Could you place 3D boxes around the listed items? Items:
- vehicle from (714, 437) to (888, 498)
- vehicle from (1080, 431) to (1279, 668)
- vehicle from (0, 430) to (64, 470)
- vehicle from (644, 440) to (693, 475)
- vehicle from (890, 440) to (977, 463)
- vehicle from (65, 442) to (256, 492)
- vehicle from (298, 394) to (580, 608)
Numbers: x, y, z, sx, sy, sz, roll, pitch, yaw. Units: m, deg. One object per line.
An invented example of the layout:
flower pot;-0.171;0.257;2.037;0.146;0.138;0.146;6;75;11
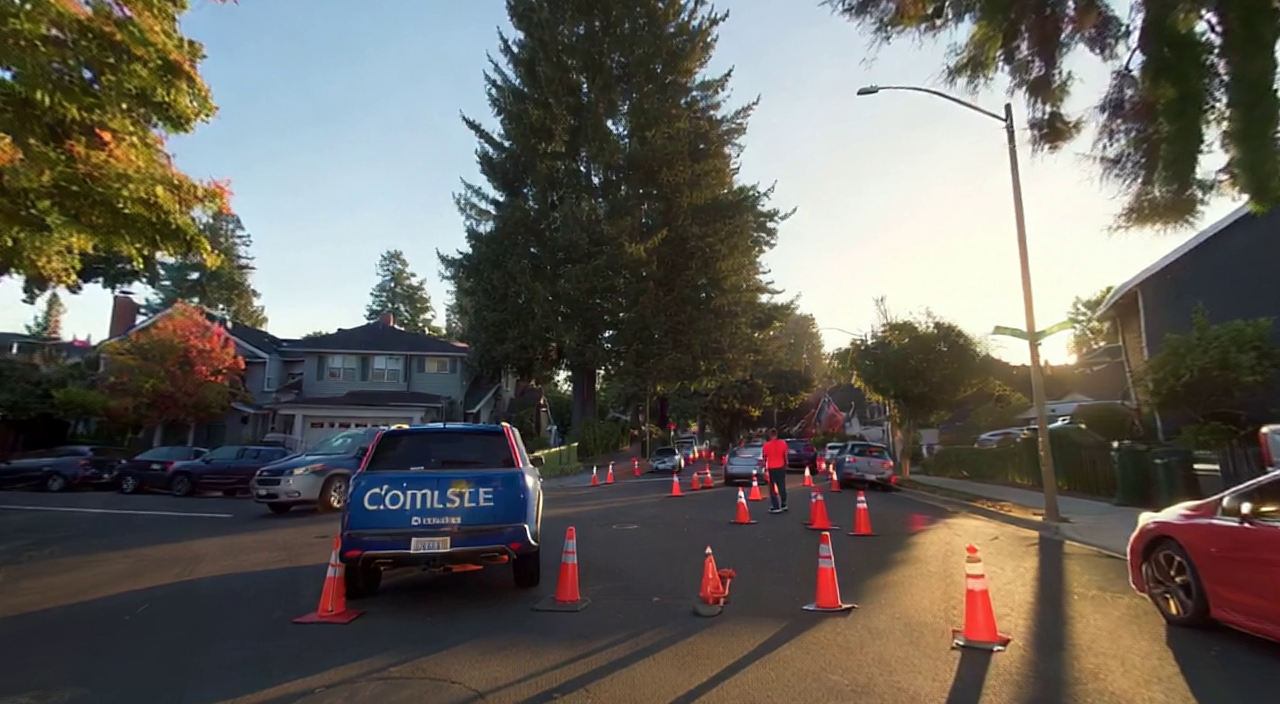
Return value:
vehicle;4.825;3.391;19.062;4.656;1.577;2.099;2;-8;-21
vehicle;4.946;1.226;3.796;1.808;1.490;4.711;-1;-9;9
vehicle;-31.213;4.783;30.814;1.908;1.898;4.120;-2;-9;10
vehicle;1.628;5.659;34.176;2.014;1.742;4.297;-2;-9;11
vehicle;20.399;6.932;44.070;5.066;1.534;1.905;-1;-9;7
vehicle;-15.519;3.682;20.542;5.022;1.497;1.996;-2;-9;11
vehicle;-2.399;1.566;7.579;2.350;1.748;4.094;3;-9;-20
